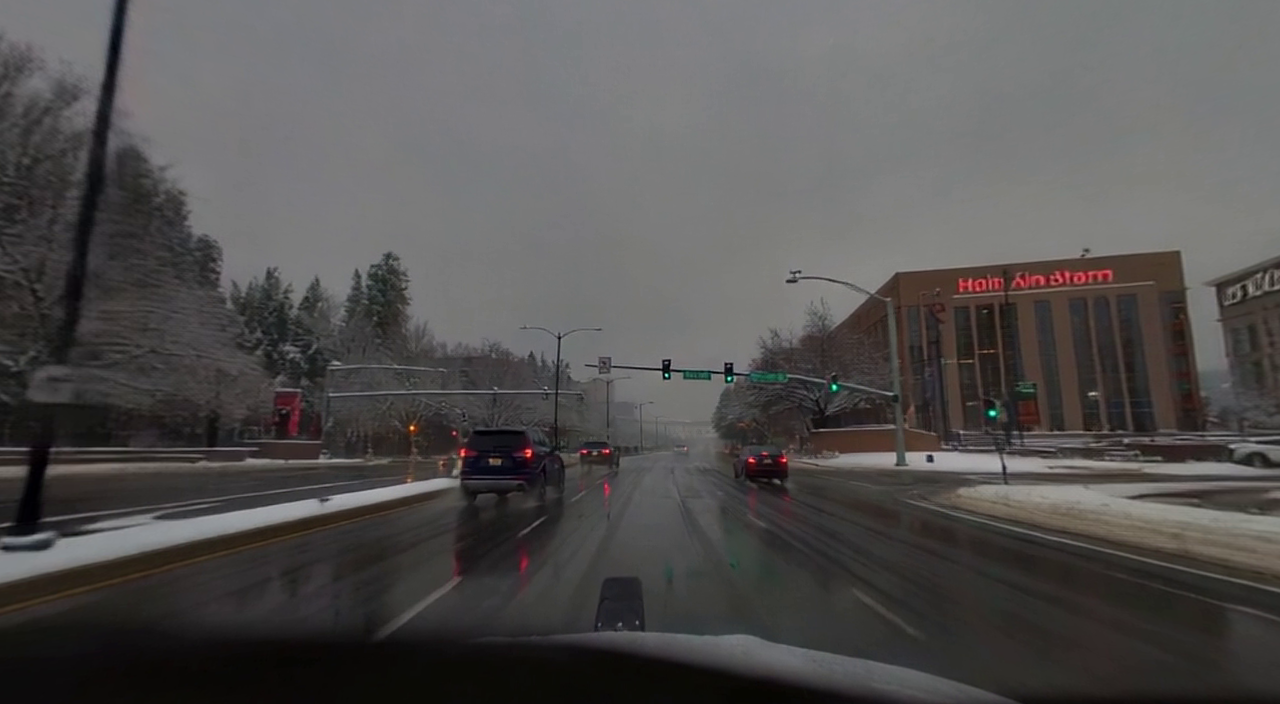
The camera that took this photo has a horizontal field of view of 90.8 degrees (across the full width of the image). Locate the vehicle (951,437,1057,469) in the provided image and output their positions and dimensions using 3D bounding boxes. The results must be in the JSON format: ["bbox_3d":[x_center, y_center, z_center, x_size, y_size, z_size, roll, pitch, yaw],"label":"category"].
[{"bbox_3d":[20.035,5.562,34.797,4.972,1.547,2.226,2,-9,-20],"label":"vehicle"}]

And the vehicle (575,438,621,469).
[{"bbox_3d":[-2.606,6.472,40.490,2.305,1.833,4.912,0,-8,3],"label":"vehicle"}]

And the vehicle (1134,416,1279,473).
[{"bbox_3d":[27.649,4.337,29.632,2.943,2.298,7.374,0,-8,0],"label":"vehicle"}]

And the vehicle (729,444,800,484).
[{"bbox_3d":[4.967,4.506,25.844,1.960,1.471,4.378,0,-8,-1],"label":"vehicle"}]

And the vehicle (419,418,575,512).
[{"bbox_3d":[-3.164,2.683,15.519,2.450,1.866,5.416,0,-8,1],"label":"vehicle"}]
